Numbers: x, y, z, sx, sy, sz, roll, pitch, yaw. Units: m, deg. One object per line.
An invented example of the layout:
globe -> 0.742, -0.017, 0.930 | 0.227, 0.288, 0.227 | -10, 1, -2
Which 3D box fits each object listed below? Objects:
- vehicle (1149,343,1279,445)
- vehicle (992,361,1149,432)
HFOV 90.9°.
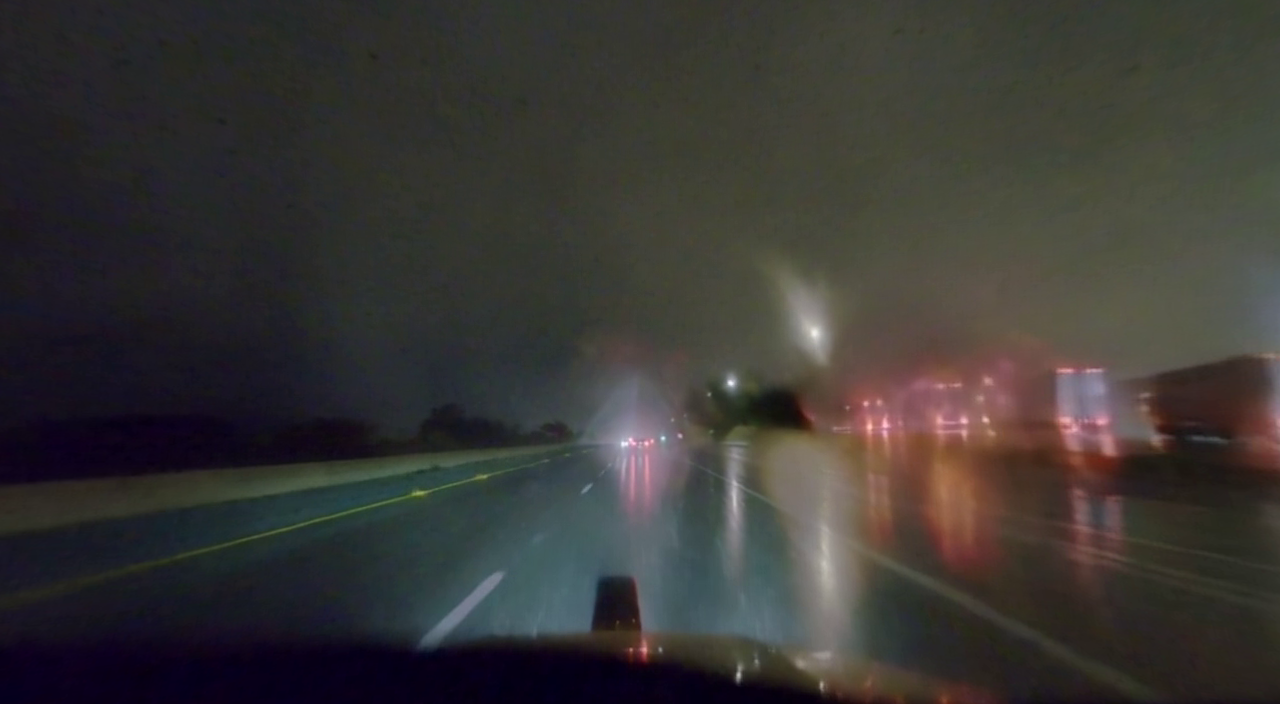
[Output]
vehicle -> 28.290, 2.163, 29.006 | 3.106, 4.073, 10.350 | -1, -8, 13
vehicle -> 31.259, 3.704, 47.101 | 2.932, 4.074, 14.330 | -5, -9, 6
